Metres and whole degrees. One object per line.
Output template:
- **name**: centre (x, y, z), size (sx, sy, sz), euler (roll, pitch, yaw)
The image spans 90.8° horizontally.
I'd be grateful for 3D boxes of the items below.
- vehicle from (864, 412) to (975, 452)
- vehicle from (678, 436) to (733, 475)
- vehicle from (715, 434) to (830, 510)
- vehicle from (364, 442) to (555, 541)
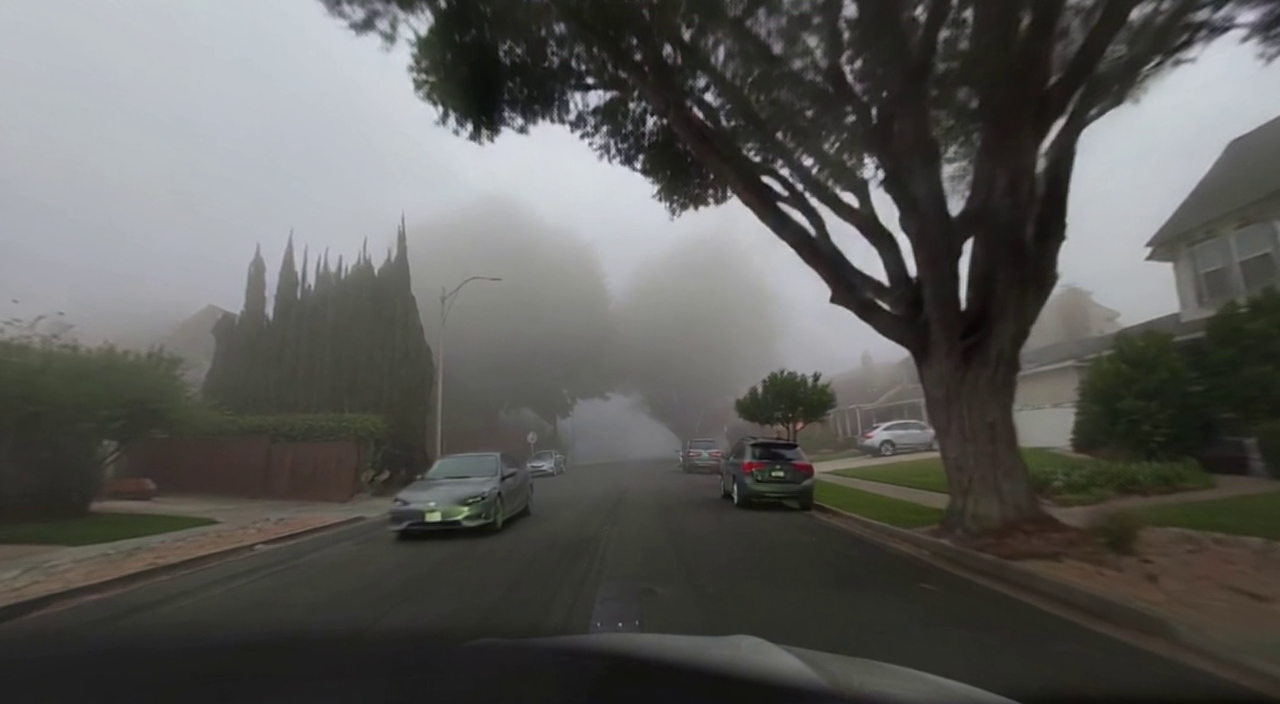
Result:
- **vehicle**: centre (13.326, 3.814, 30.388), size (4.310, 1.805, 2.289), euler (-1, -6, 6)
- **vehicle**: centre (3.427, 5.536, 34.066), size (2.350, 1.912, 5.696), euler (0, -8, 0)
- **vehicle**: centre (3.217, 3.002, 16.392), size (2.079, 1.651, 4.783), euler (0, -8, 2)
- **vehicle**: centre (-3.104, 2.497, 12.120), size (2.104, 1.497, 4.781), euler (0, -8, 2)
